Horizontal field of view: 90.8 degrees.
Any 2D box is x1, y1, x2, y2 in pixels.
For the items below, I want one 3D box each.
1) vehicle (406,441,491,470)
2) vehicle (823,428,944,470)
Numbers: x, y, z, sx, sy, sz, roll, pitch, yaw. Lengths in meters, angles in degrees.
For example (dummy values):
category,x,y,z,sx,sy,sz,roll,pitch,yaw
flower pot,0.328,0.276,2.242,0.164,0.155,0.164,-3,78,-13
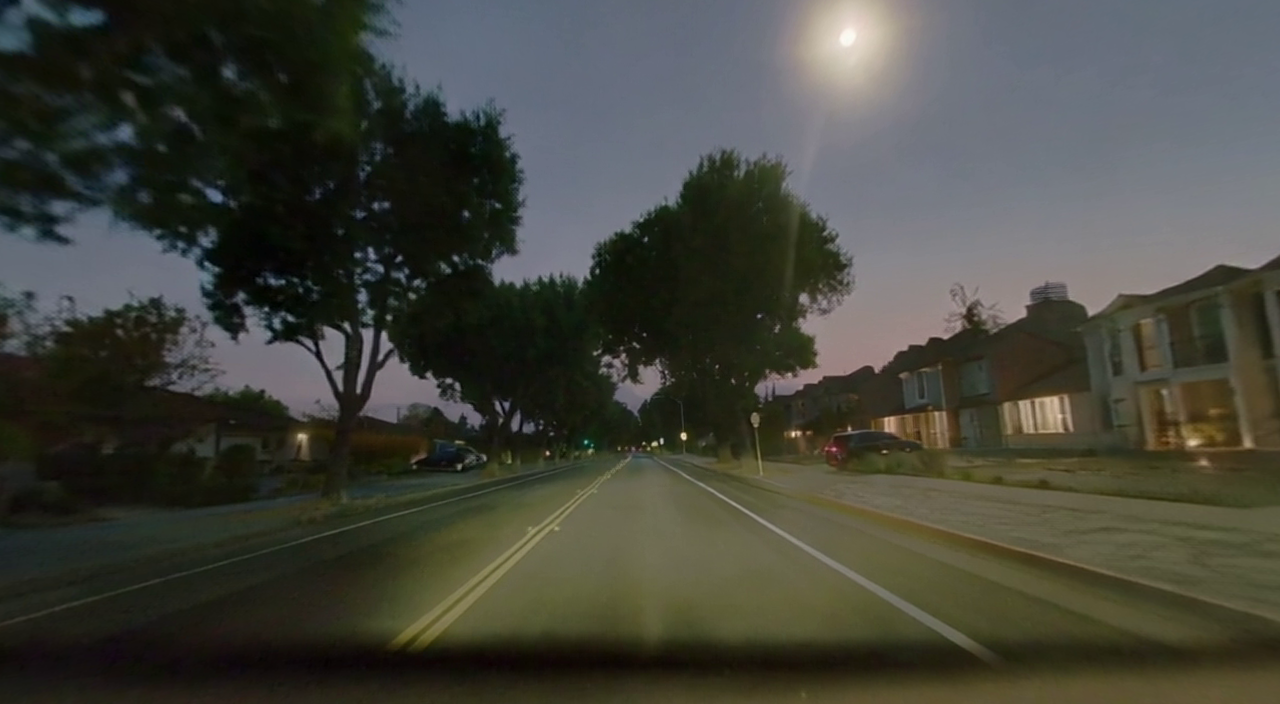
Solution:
category,x,y,z,sx,sy,sz,roll,pitch,yaw
vehicle,-12.665,6.880,41.967,4.928,1.848,2.041,0,-9,0
vehicle,10.513,4.224,27.569,4.449,1.765,1.917,-1,-9,3
